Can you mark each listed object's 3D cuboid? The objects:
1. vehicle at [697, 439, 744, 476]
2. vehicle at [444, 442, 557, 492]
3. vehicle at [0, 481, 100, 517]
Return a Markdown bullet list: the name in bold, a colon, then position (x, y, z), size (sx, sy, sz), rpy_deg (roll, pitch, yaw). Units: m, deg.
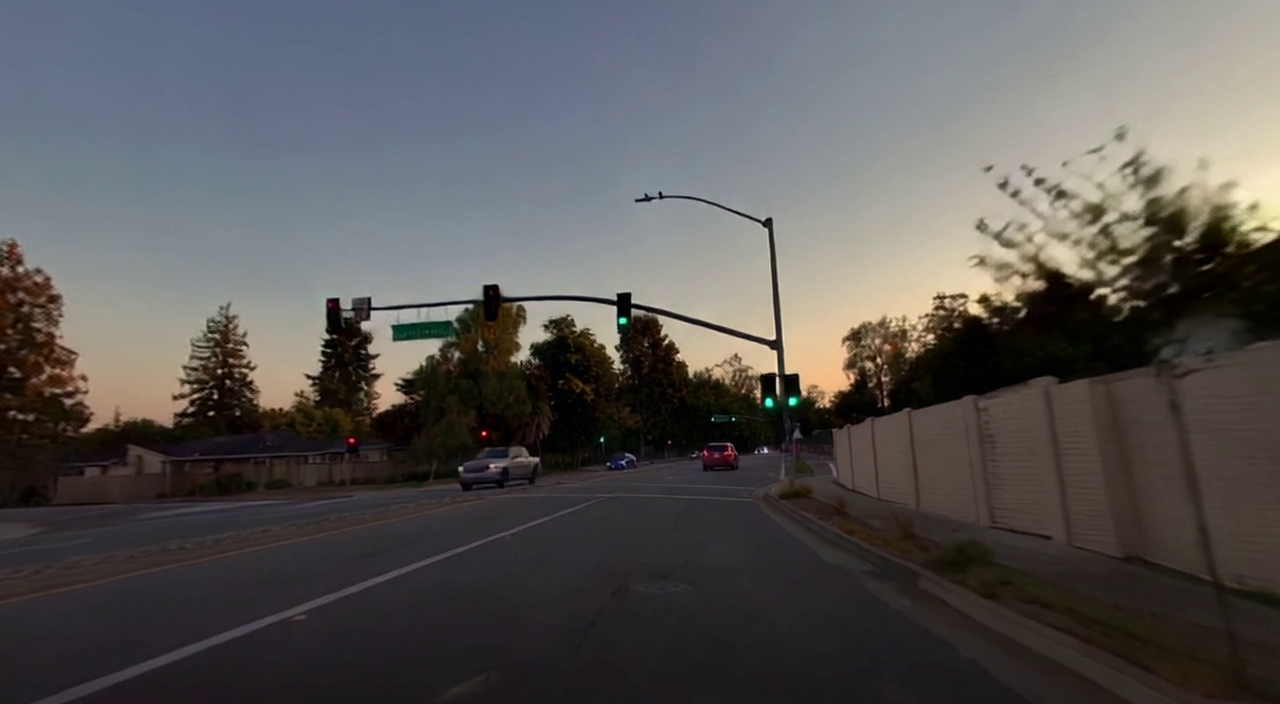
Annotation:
- **vehicle**: position (4.573, 5.847, 35.182), size (2.059, 1.908, 4.714), rpy_deg (-2, -9, 13)
- **vehicle**: position (-6.344, 5.340, 29.846), size (2.369, 2.041, 6.995), rpy_deg (-2, -9, 13)
- **vehicle**: position (-32.456, 7.812, 33.616), size (4.697, 1.691, 2.486), rpy_deg (1, -9, -7)
